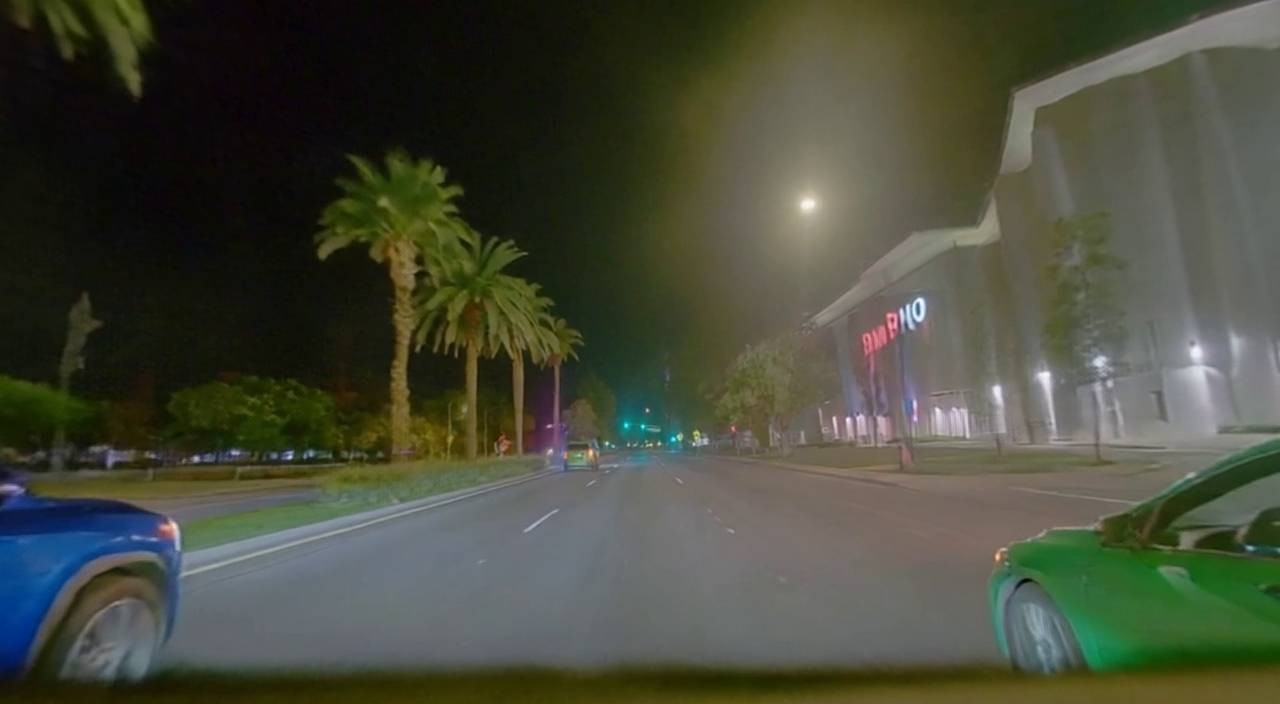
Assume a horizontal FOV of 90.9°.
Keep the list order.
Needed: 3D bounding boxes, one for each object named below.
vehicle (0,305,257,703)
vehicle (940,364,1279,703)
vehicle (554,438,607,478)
[{"bbox_3d":[-3.213,0.633,1.317,2.058,1.804,4.391,0,-8,-1],"label":"vehicle"},{"bbox_3d":[2.823,0.789,1.781,1.946,1.513,4.133,0,-8,1],"label":"vehicle"},{"bbox_3d":[-2.727,4.980,29.973,1.998,1.743,4.402,0,-8,1],"label":"vehicle"}]
